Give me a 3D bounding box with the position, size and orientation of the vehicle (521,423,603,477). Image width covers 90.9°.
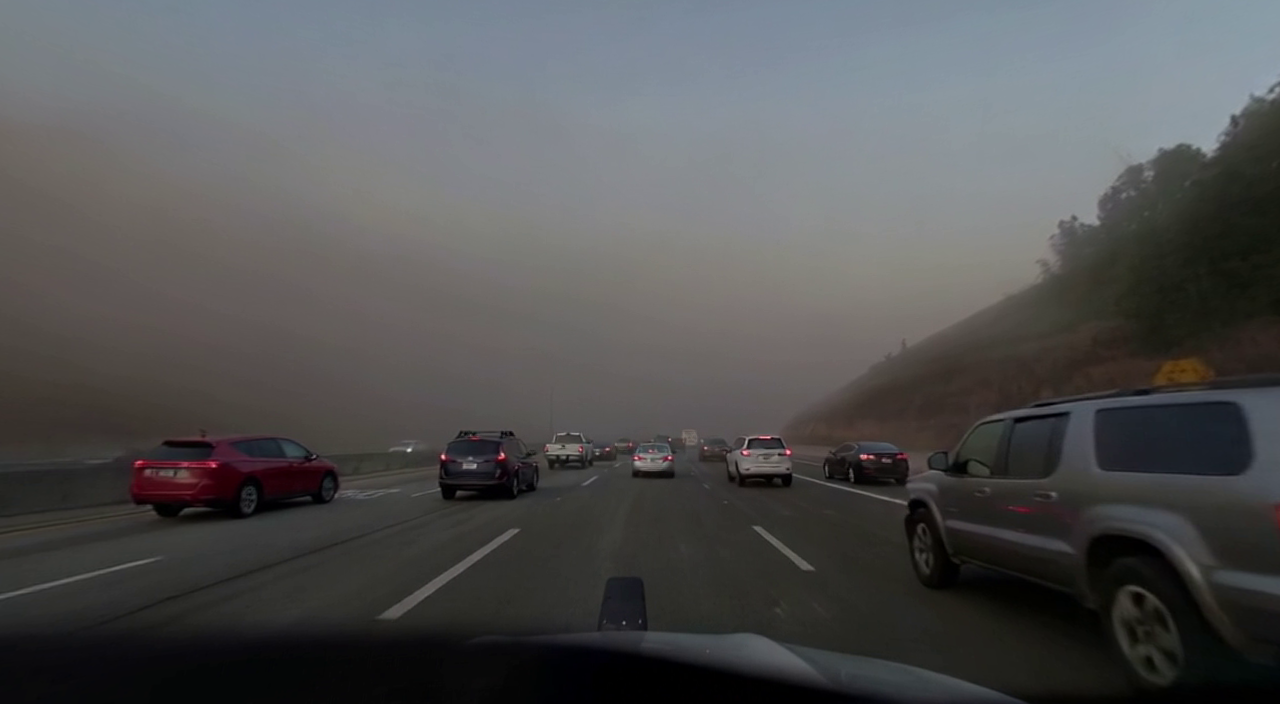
[{"bbox_3d":[-2.956,3.898,25.213,2.301,1.902,5.374,0,-8,3],"label":"vehicle"}]

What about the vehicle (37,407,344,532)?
[{"bbox_3d":[-7.690,2.056,11.628,2.017,1.810,4.782,0,-8,1],"label":"vehicle"}]

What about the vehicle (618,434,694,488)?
[{"bbox_3d":[0.488,3.311,19.580,2.105,1.471,4.349,0,-8,1],"label":"vehicle"}]

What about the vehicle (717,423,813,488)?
[{"bbox_3d":[3.726,3.183,19.718,2.046,1.765,4.534,0,-8,0],"label":"vehicle"}]

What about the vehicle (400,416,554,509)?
[{"bbox_3d":[-3.383,2.404,14.138,2.179,1.723,4.410,0,-8,1],"label":"vehicle"}]

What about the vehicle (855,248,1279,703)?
[{"bbox_3d":[3.480,0.891,4.285,2.266,1.929,5.194,0,-8,1],"label":"vehicle"}]
